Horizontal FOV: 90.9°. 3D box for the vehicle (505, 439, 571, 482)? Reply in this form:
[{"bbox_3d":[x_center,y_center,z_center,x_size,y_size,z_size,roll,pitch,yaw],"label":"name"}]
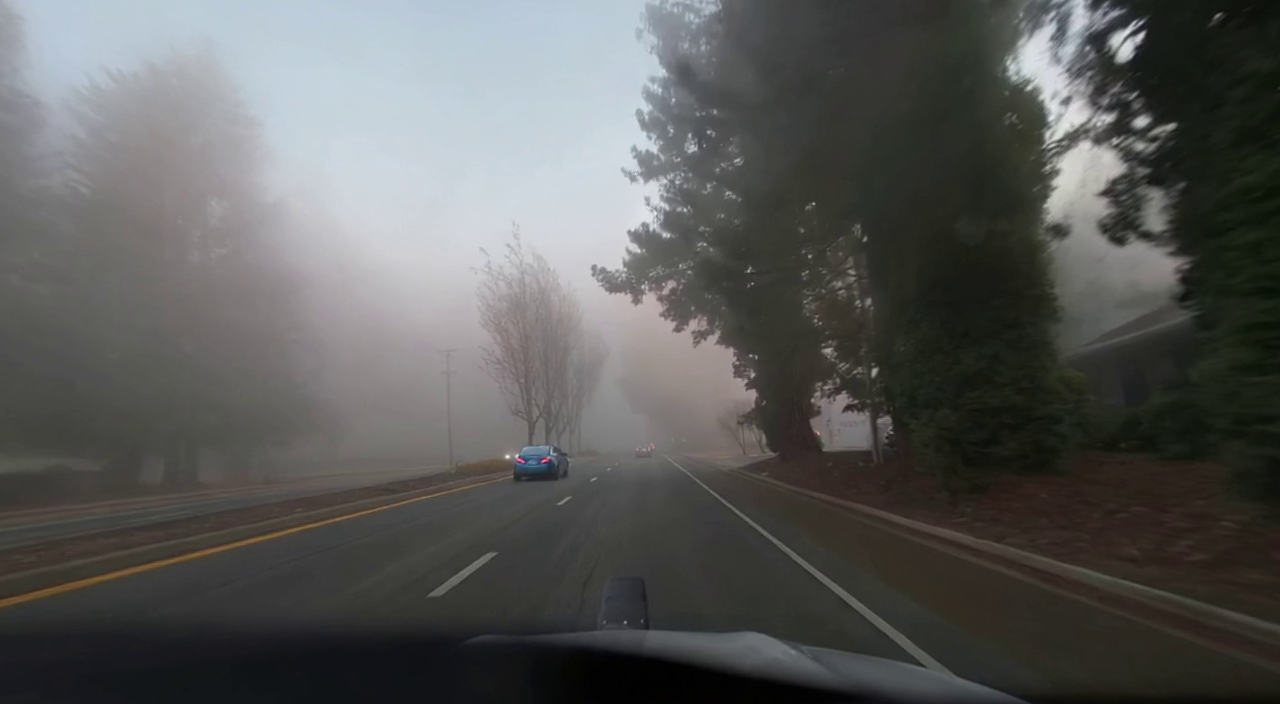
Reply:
[{"bbox_3d":[-4.140,4.487,26.333,1.914,1.630,4.351,0,-8,1],"label":"vehicle"}]
